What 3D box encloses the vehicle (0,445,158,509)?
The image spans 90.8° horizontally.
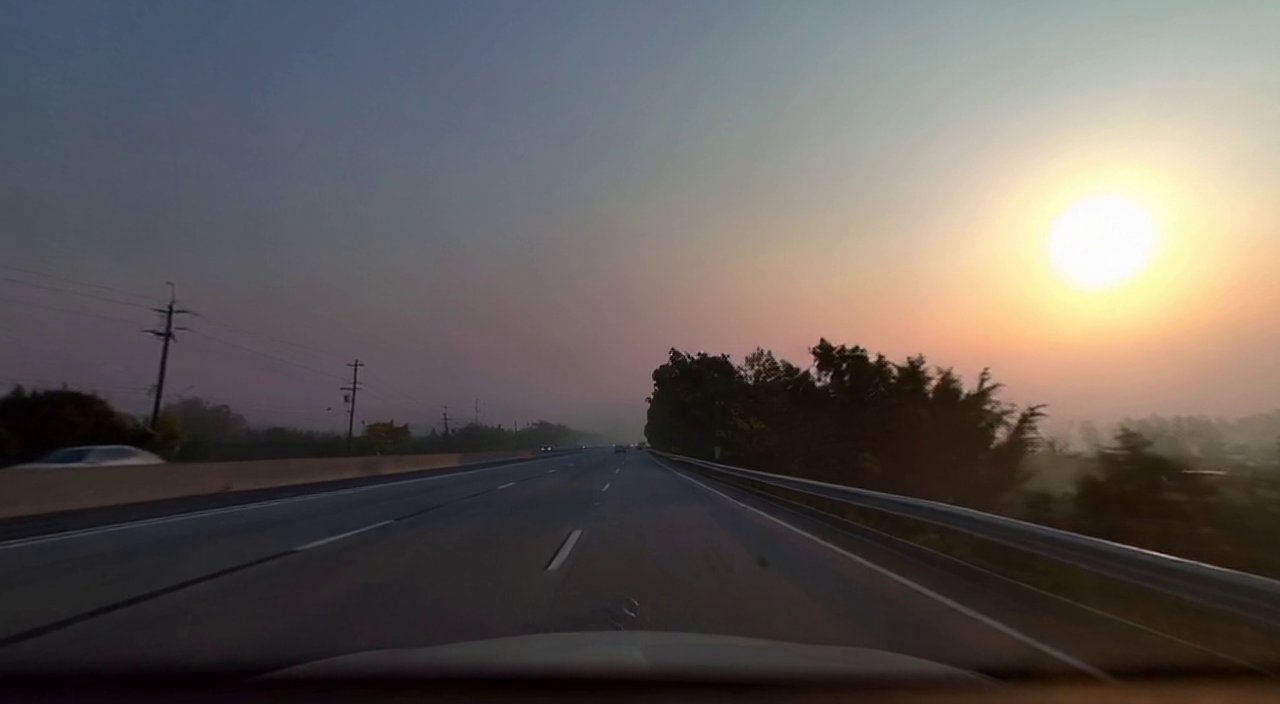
[{"bbox_3d":[-15.721,3.297,17.102,1.912,1.509,4.292,0,-9,-1],"label":"vehicle"}]
